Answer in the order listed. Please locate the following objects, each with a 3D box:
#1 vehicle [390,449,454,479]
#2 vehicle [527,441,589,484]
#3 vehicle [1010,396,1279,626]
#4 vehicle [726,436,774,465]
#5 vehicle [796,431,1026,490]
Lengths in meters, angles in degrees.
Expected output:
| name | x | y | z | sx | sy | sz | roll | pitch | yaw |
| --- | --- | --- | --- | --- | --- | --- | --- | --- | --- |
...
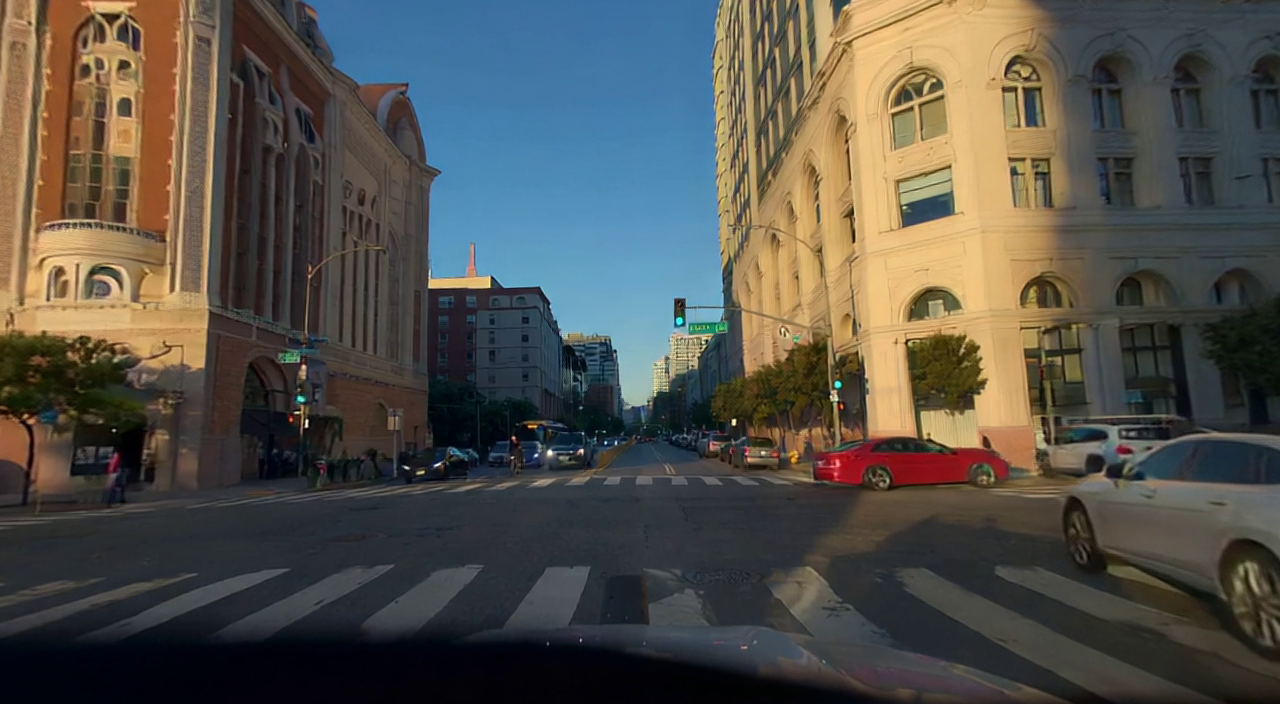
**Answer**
| name | x | y | z | sx | sy | sz | roll | pitch | yaw |
| --- | --- | --- | --- | --- | --- | --- | --- | --- | --- |
| vehicle | -11.924 | 6.119 | 34.798 | 1.998 | 1.505 | 4.405 | 0 | -8 | 0 |
| vehicle | -2.920 | 4.039 | 23.384 | 1.904 | 1.402 | 4.759 | 0 | -8 | -3 |
| vehicle | 5.408 | 1.263 | 5.600 | 1.912 | 1.505 | 4.889 | -1 | -8 | 9 |
| vehicle | 6.252 | 5.649 | 36.308 | 1.926 | 1.574 | 3.961 | 0 | -8 | -2 |
| vehicle | 7.179 | 2.947 | 17.331 | 5.388 | 1.465 | 2.050 | -1 | -8 | 9 |
